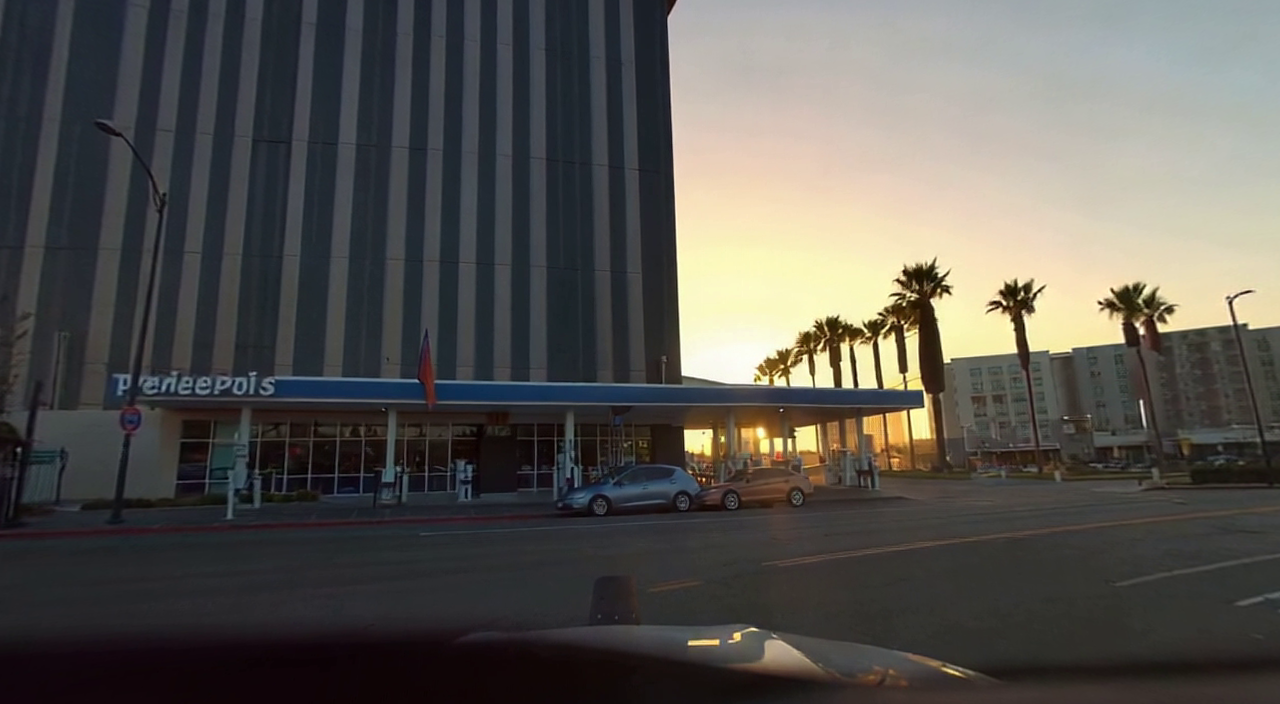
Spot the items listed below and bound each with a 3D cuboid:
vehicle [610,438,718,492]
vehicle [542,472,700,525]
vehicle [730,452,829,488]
[{"bbox_3d":[1.357,6.414,35.860,5.524,2.504,2.196,8,-8,-22],"label":"vehicle"},{"bbox_3d":[-0.567,4.637,20.298,4.782,1.371,1.763,4,-10,-27],"label":"vehicle"},{"bbox_3d":[10.296,8.649,46.399,7.026,2.329,2.545,5,-7,-25],"label":"vehicle"}]
